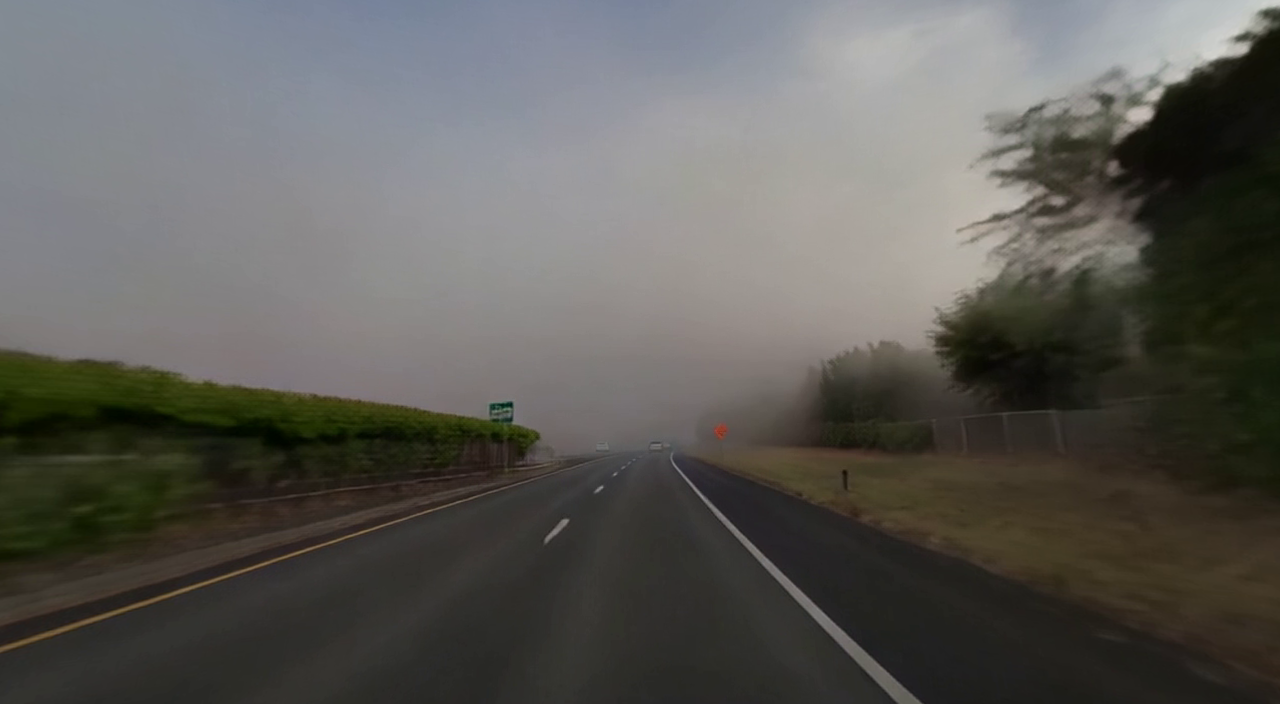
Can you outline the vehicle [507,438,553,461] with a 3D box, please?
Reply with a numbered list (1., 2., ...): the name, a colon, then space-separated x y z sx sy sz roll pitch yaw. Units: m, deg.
1. vehicle: -8.035 7.130 46.392 2.141 1.612 3.998 -1 -8 9
